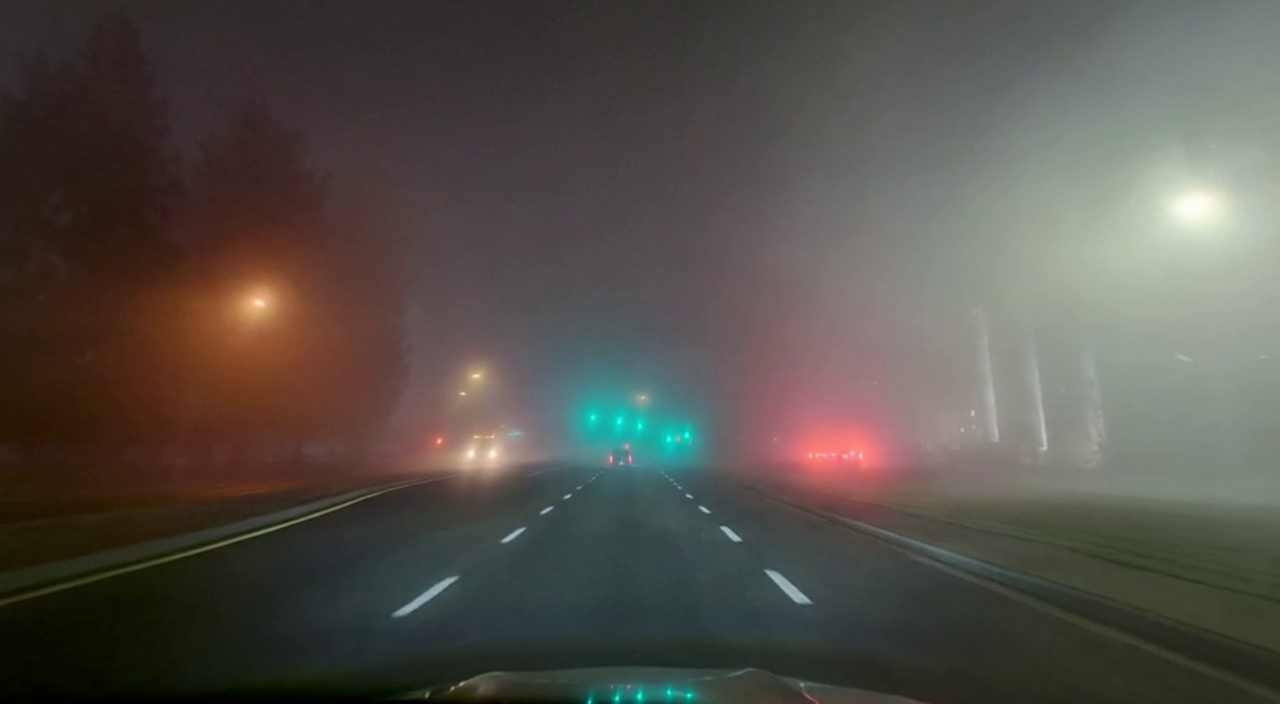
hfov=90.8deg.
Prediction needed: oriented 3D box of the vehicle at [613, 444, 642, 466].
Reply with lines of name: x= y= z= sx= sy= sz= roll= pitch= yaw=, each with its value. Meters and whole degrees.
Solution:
vehicle: x=-0.888 y=7.704 z=47.435 sx=2.011 sy=1.498 sz=4.914 roll=0 pitch=-9 yaw=1
